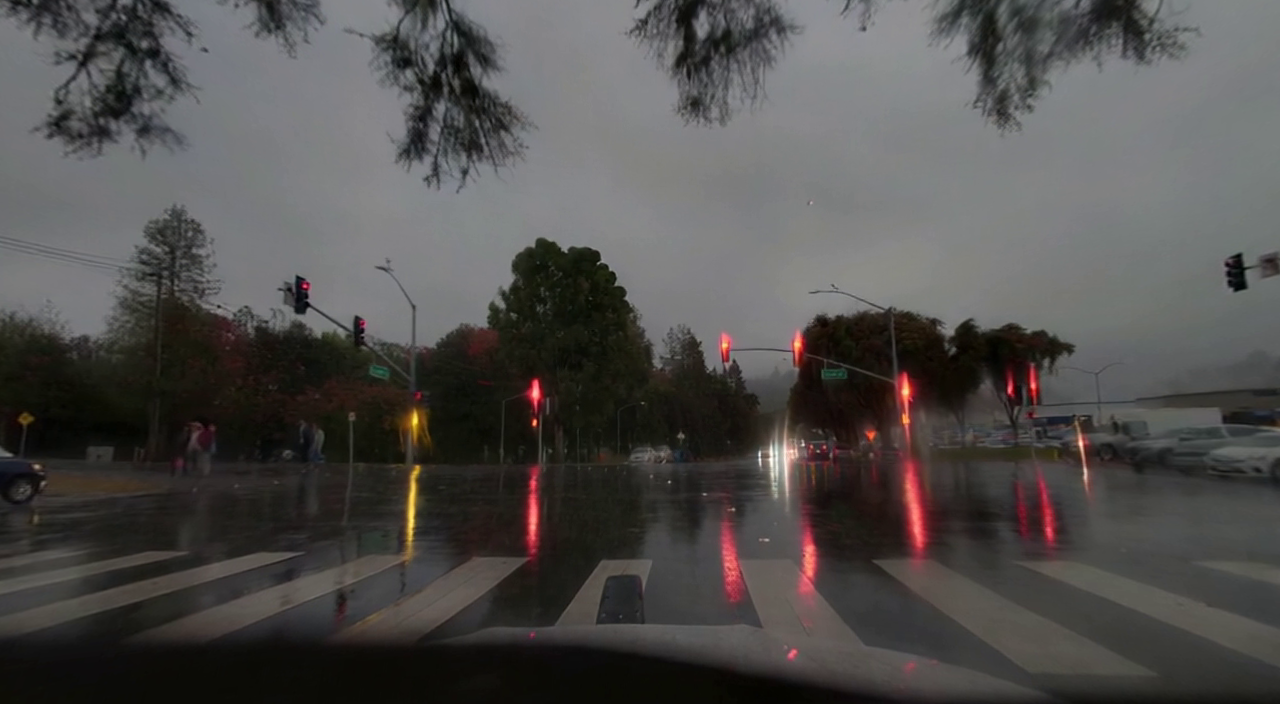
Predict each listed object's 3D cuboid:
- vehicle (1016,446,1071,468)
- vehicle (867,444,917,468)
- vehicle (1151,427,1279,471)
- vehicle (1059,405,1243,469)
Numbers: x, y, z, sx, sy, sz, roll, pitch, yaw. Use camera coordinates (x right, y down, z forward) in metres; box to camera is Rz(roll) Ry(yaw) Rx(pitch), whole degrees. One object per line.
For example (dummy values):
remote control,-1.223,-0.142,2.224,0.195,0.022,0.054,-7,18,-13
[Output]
vehicle,27.687,7.184,43.465,1.589,1.405,3.633,-1,-9,6
vehicle,17.514,7.244,44.102,1.789,1.557,4.293,0,-9,1
vehicle,21.314,3.414,22.304,4.740,1.464,1.876,-1,-9,3
vehicle,22.971,3.867,28.672,5.855,2.746,2.523,-1,-9,4
